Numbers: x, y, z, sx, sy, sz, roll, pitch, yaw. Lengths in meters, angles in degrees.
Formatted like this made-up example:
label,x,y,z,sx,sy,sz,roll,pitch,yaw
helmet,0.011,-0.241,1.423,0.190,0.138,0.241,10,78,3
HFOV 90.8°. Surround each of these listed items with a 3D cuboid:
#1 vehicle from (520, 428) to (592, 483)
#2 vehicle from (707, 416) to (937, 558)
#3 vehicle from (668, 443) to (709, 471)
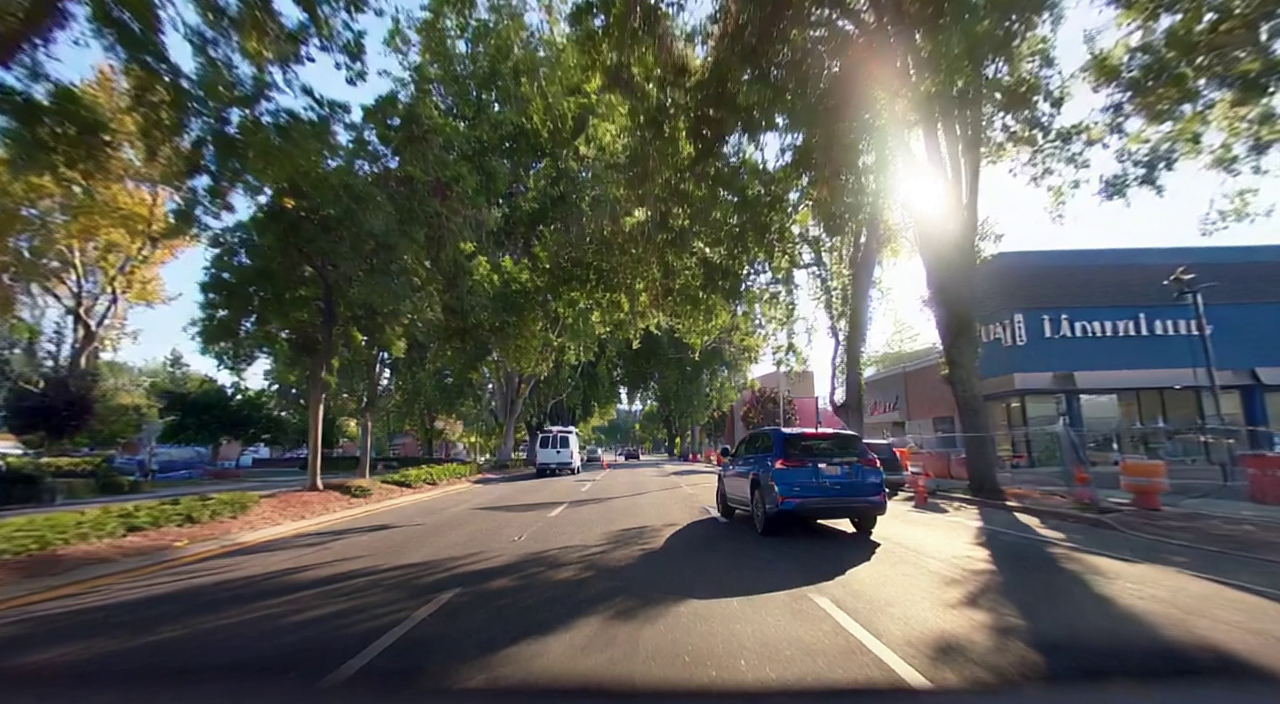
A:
label,x,y,z,sx,sy,sz,roll,pitch,yaw
vehicle,-3.373,4.334,26.706,2.357,2.063,5.488,0,-9,-1
vehicle,2.466,1.969,9.915,2.168,1.725,4.192,0,-9,-3
vehicle,2.799,6.204,37.545,1.953,1.509,4.186,0,-9,-2
